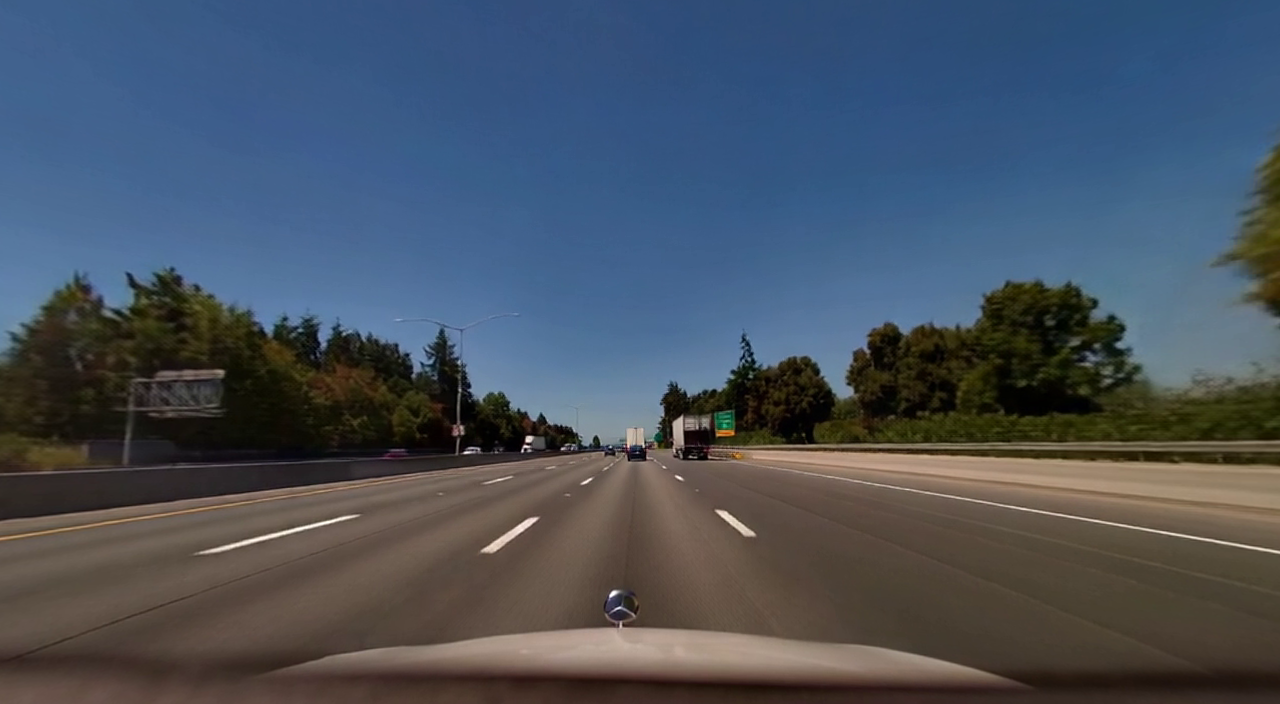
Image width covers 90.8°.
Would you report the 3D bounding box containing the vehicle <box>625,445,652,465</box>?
[{"bbox_3d":[-0.130,7.975,48.928,1.972,1.492,3.697,0,-9,0],"label":"vehicle"}]
